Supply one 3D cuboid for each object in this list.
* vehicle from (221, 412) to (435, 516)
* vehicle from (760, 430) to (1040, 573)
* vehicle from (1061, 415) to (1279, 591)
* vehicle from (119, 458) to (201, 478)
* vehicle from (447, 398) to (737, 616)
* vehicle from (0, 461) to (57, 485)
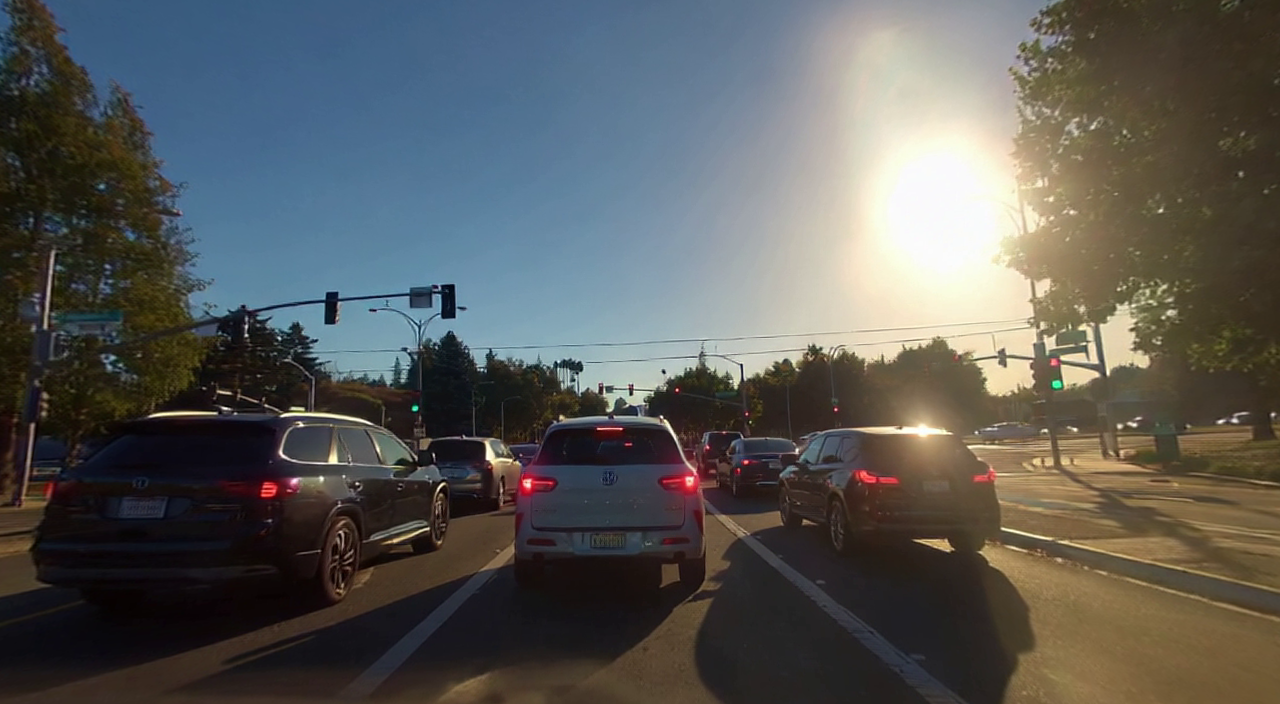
[{"bbox_3d":[-6.718,2.488,14.396,2.214,1.953,5.017,0,-9,1],"label":"vehicle"},{"bbox_3d":[3.149,1.896,8.858,1.971,1.473,4.495,0,-9,-1],"label":"vehicle"},{"bbox_3d":[6.576,1.420,6.148,1.941,1.532,4.152,0,-9,-1],"label":"vehicle"},{"bbox_3d":[-37.317,9.028,48.867,4.914,1.487,1.850,0,-9,1],"label":"vehicle"},{"bbox_3d":[-0.349,1.514,7.019,2.256,1.694,4.055,0,-9,1],"label":"vehicle"},{"bbox_3d":[-45.612,8.733,45.569,4.576,1.631,1.889,0,-8,2],"label":"vehicle"}]
